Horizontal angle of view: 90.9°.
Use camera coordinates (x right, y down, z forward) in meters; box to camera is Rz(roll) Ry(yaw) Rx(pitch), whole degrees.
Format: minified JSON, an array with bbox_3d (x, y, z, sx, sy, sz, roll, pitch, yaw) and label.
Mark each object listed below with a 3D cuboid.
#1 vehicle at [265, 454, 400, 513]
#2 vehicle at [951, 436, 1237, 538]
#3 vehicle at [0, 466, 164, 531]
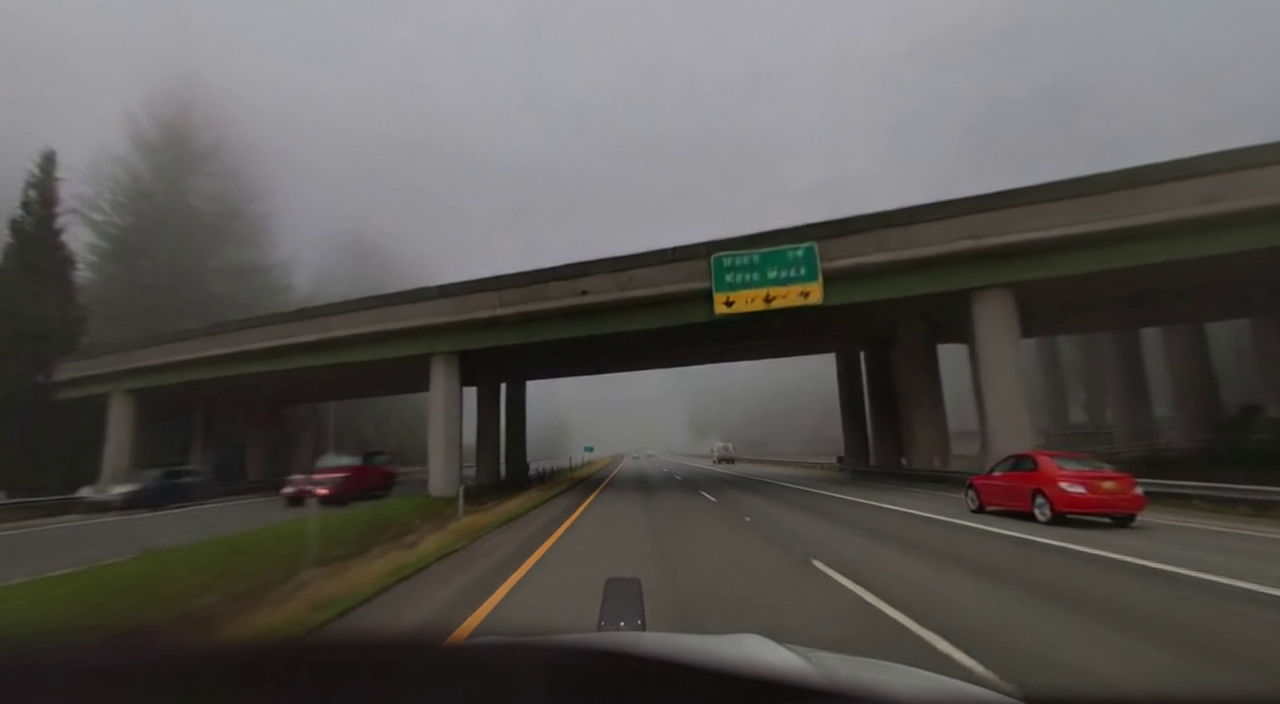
[{"bbox_3d":[-8.452,3.619,17.744,1.901,1.453,3.747,0,-9,-1],"label":"vehicle"},{"bbox_3d":[7.725,2.329,11.414,1.987,1.473,4.244,0,-9,0],"label":"vehicle"},{"bbox_3d":[-16.282,4.058,17.976,1.850,1.488,4.530,0,-9,-1],"label":"vehicle"}]
